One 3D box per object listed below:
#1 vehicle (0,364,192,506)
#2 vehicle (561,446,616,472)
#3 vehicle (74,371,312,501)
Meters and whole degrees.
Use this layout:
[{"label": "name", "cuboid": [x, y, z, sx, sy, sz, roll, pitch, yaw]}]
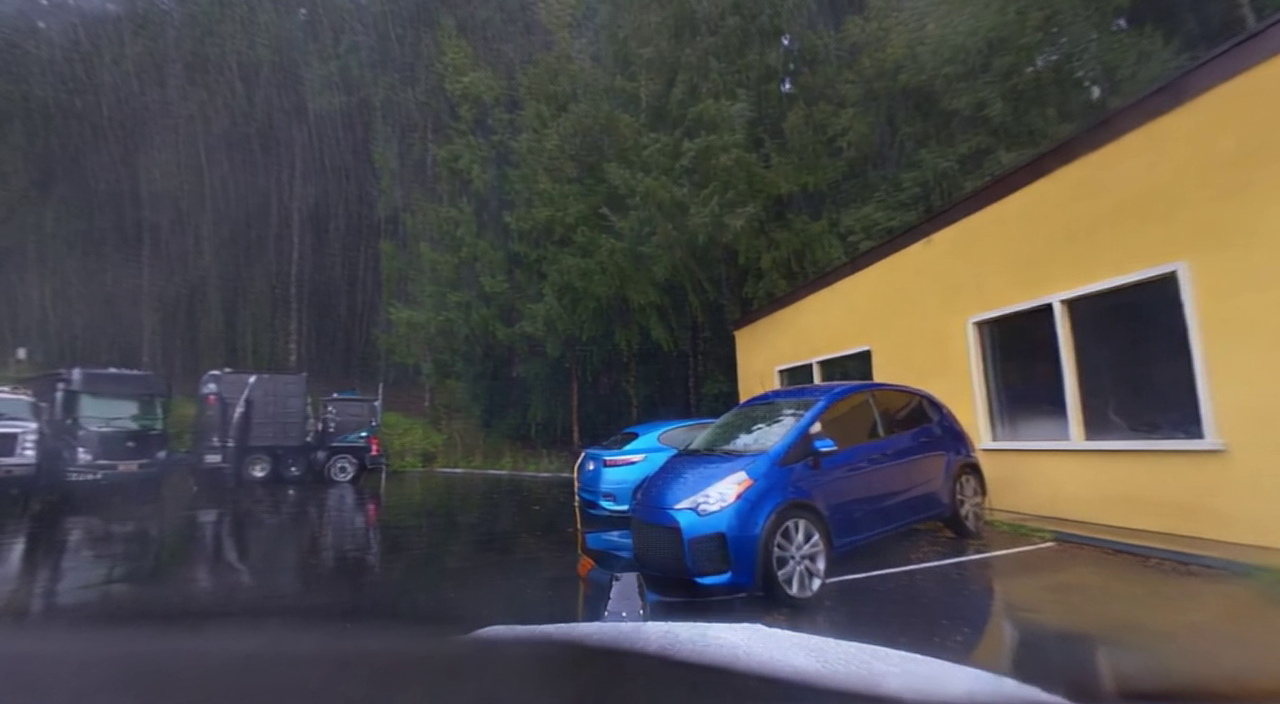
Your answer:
[{"label": "vehicle", "cuboid": [-19.897, 2.958, 21.781, 11.512, 3.871, 3.038, -6, -11, 34]}, {"label": "vehicle", "cuboid": [-3.202, 6.706, 39.614, 1.809, 1.506, 3.473, -5, -10, 29]}, {"label": "vehicle", "cuboid": [-17.614, 3.344, 24.396, 11.906, 4.069, 2.948, -6, -11, 33]}]
